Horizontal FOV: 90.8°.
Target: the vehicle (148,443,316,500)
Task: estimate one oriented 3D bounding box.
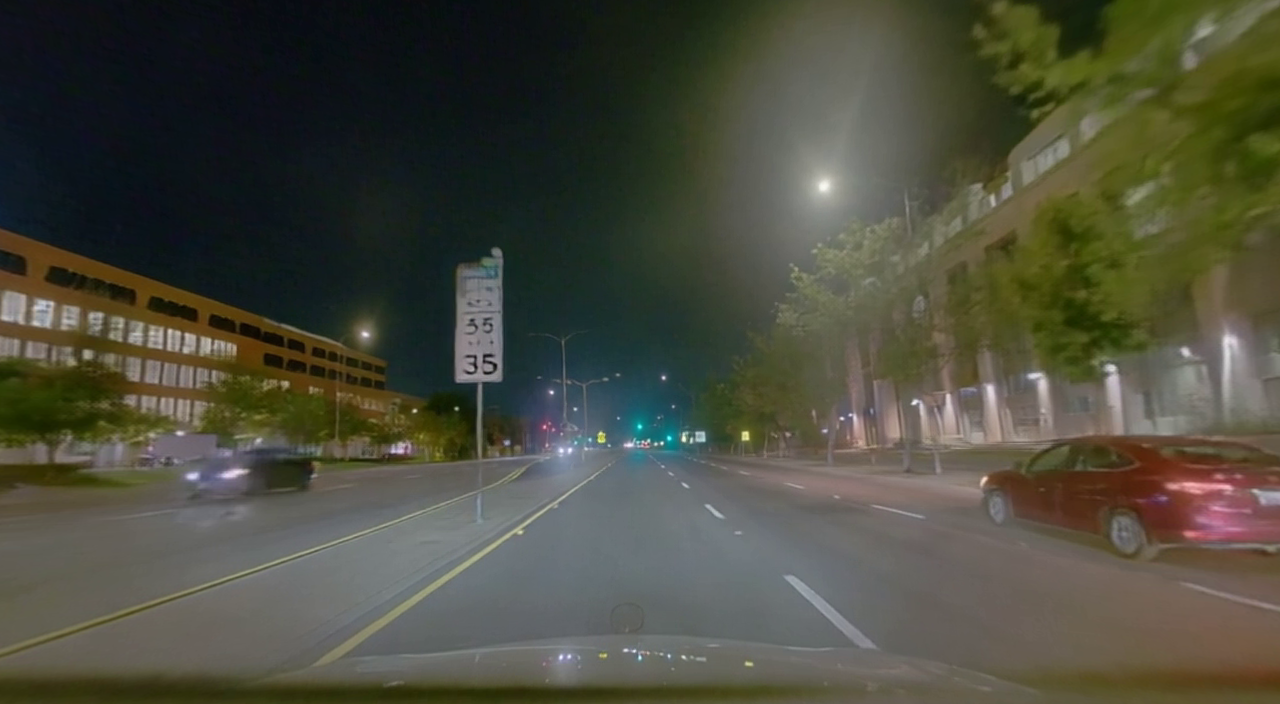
[{"bbox_3d":[-12.695,3.707,20.134,2.163,1.576,4.704,0,-9,0],"label":"vehicle"}]

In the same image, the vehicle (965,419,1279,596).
[{"bbox_3d":[6.562,1.729,8.026,2.088,1.524,5.085,0,-9,-1],"label":"vehicle"}]
